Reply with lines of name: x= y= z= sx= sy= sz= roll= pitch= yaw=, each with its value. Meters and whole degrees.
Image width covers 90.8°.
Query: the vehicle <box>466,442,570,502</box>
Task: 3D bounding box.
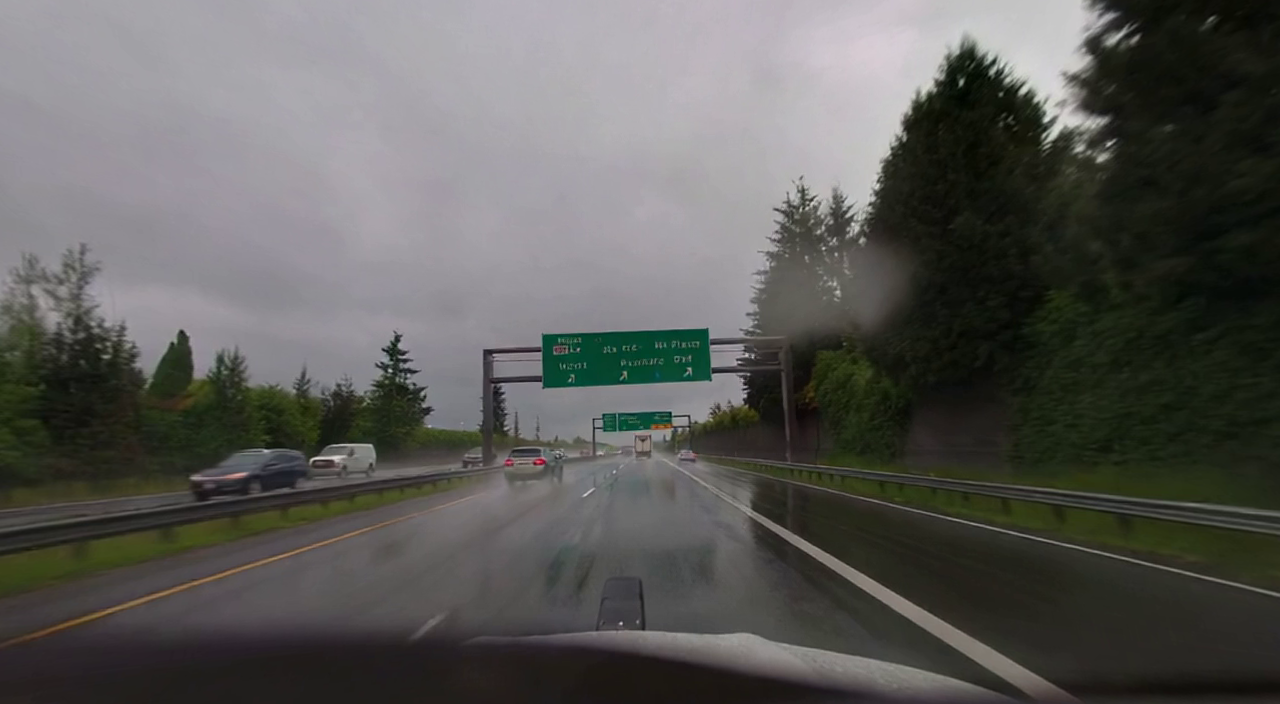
vehicle: x=-3.332 y=3.377 z=18.180 sx=2.020 sy=1.475 sz=4.434 roll=0 pitch=-9 yaw=1

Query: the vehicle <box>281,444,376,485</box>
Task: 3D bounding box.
vehicle: x=-16.772 y=6.058 z=34.379 sx=2.248 sy=2.059 sz=5.585 roll=0 pitch=-9 yaw=1

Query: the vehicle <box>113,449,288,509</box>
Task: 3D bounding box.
vehicle: x=-12.448 y=3.580 z=18.303 sx=1.885 sy=1.494 sz=4.325 roll=0 pitch=-9 yaw=1
